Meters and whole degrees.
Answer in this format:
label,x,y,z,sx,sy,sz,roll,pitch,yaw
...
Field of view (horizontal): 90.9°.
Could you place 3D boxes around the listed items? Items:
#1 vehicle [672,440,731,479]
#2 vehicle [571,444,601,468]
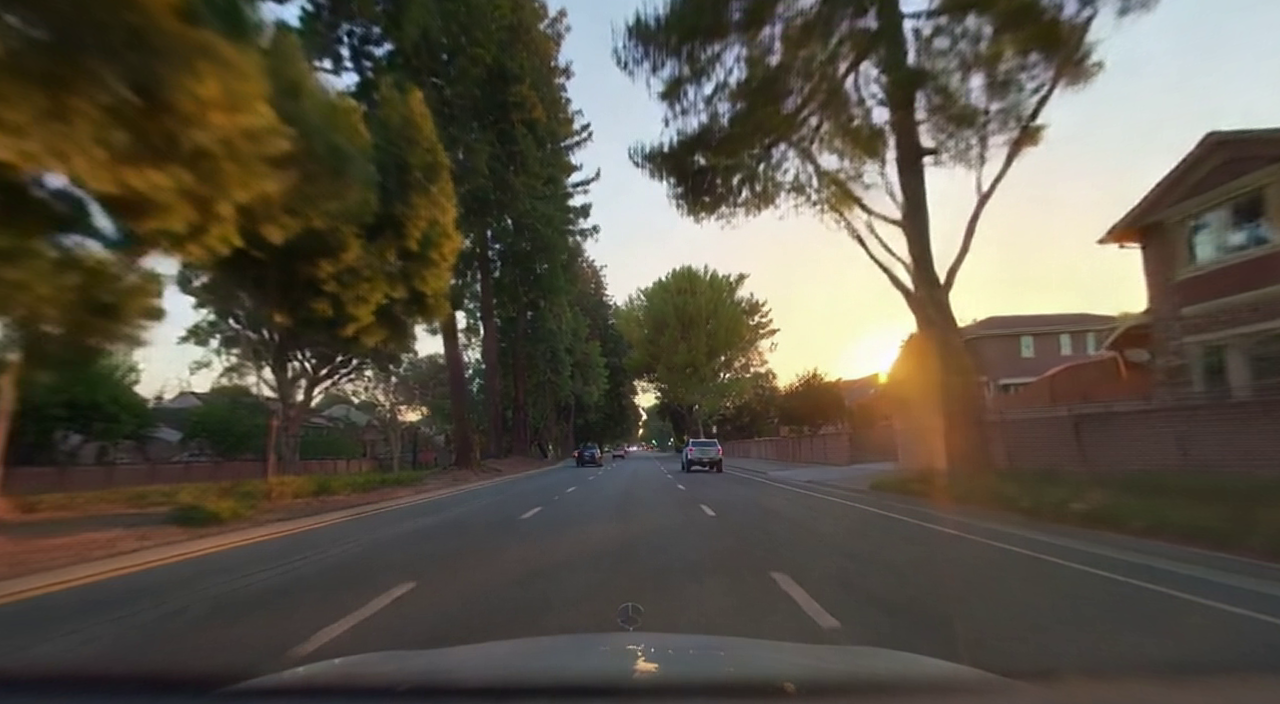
label,x,y,z,sx,sy,sz,roll,pitch,yaw
vehicle,2.884,5.165,30.604,2.321,1.695,5.037,0,-8,0
vehicle,-4.224,8.132,49.655,2.002,1.747,4.728,0,-8,-1
